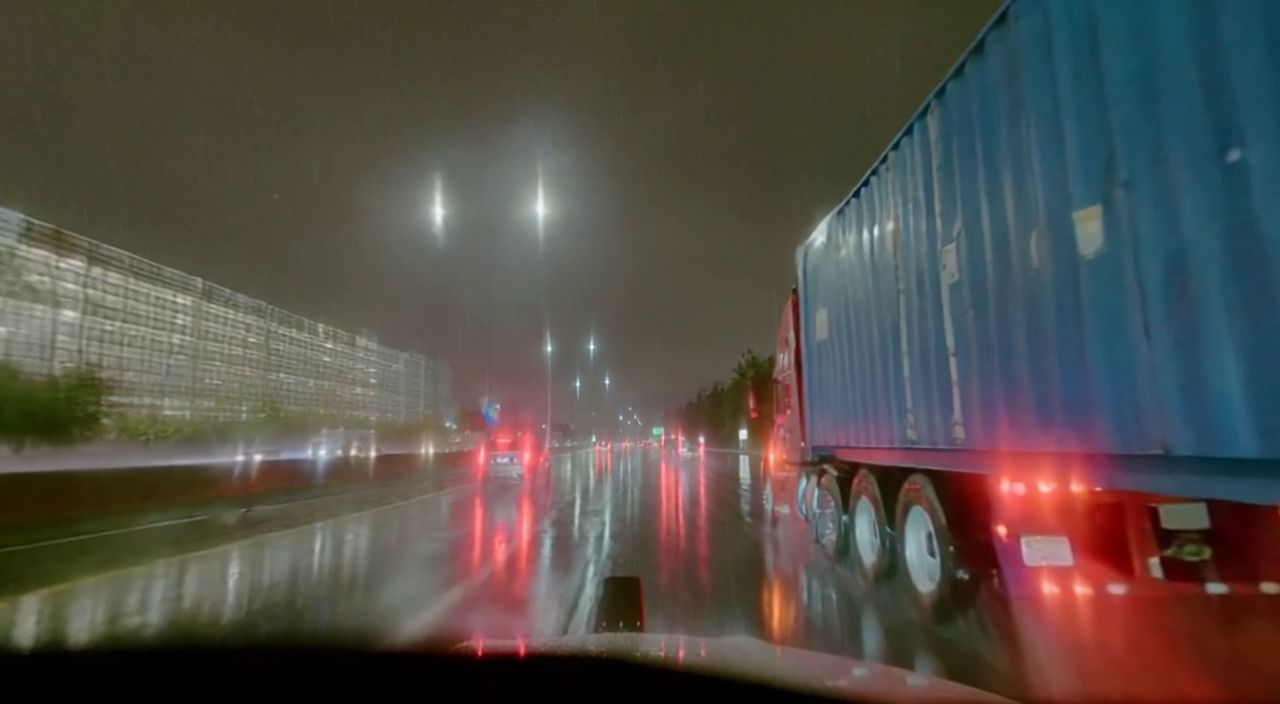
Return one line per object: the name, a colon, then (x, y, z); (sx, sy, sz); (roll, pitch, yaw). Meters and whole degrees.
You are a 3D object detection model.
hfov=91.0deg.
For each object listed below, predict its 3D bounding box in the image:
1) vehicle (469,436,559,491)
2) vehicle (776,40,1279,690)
vehicle: (-3.783, 3.427, 19.702); (1.954, 1.528, 4.010); (0, -9, 0)
vehicle: (3.684, 0.417, 6.801); (3.089, 3.779, 6.420); (0, -9, 2)
